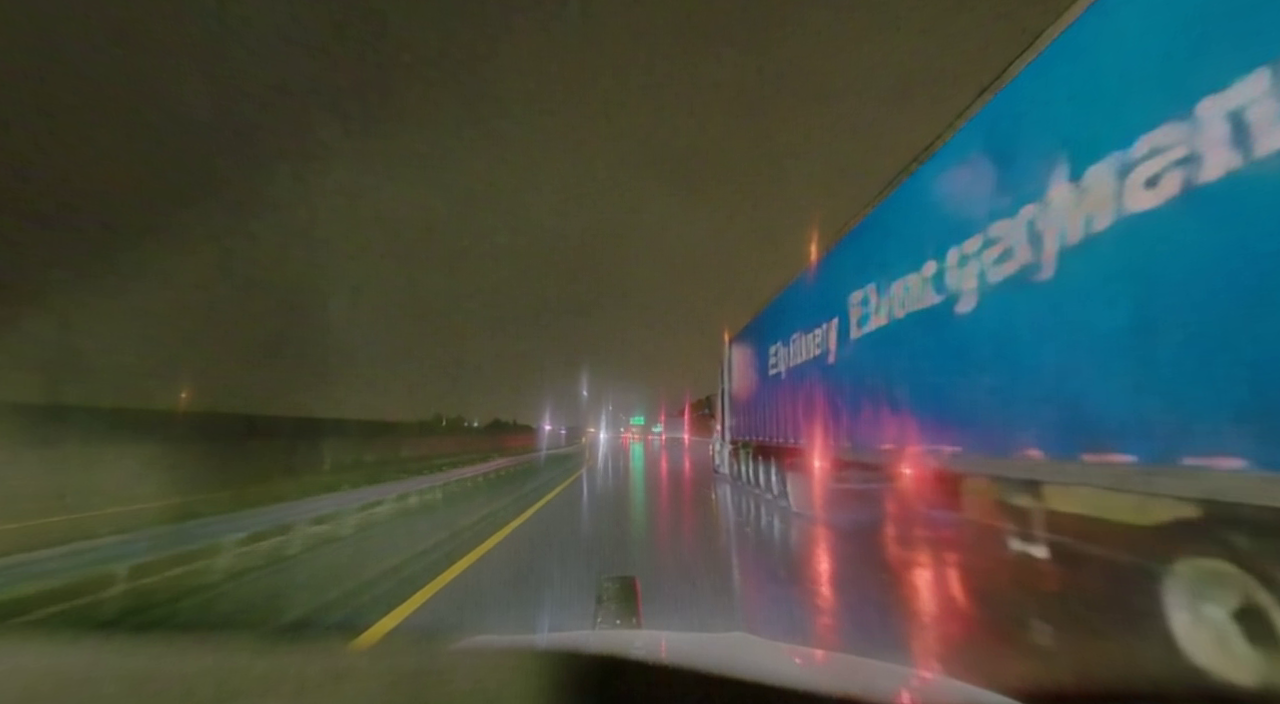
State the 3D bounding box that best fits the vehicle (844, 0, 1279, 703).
[{"bbox_3d":[4.166,-0.128,3.703,2.888,3.866,8.380,0,-8,-1],"label":"vehicle"}]
